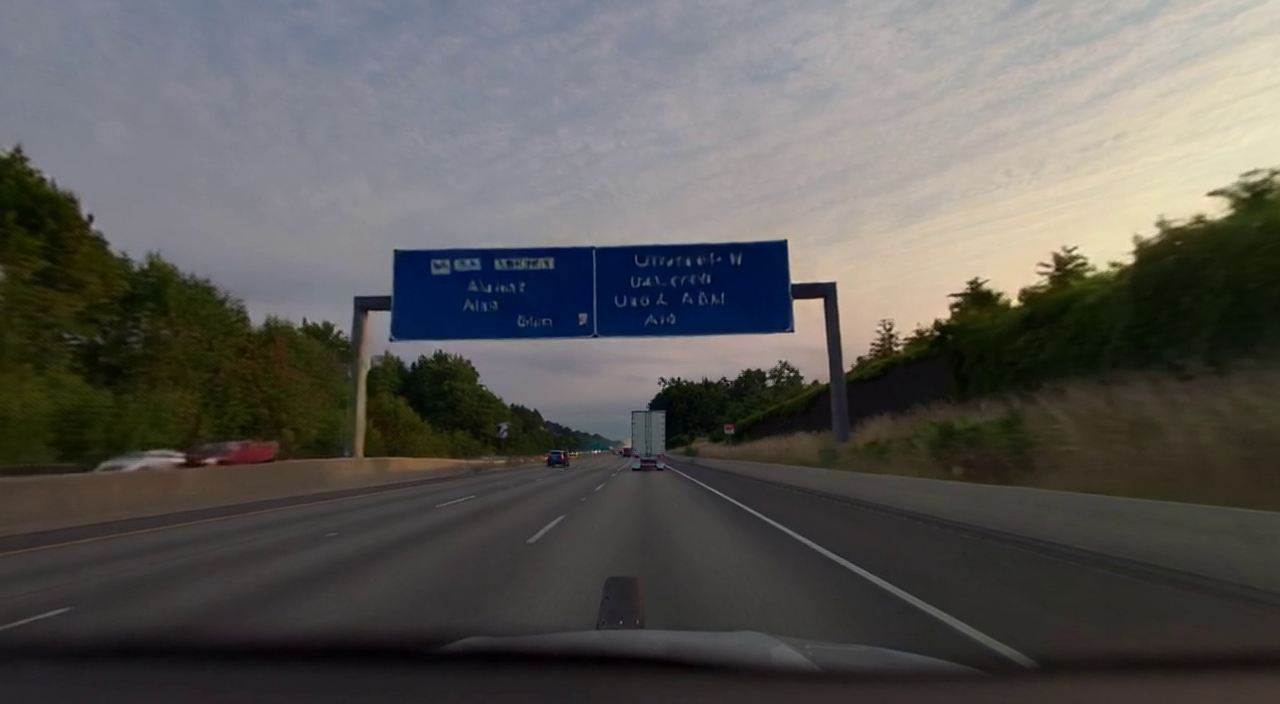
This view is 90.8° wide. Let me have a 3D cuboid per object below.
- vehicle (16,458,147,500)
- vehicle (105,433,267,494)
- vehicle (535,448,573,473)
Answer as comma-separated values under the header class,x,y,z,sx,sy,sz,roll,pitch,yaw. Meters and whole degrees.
class,x,y,z,sx,sy,sz,roll,pitch,yaw
vehicle,-20.463,4.635,23.310,1.540,1.366,3.516,0,-9,1
vehicle,-20.609,5.118,29.241,2.562,2.458,6.575,0,-9,0
vehicle,-6.386,8.093,47.361,2.119,1.754,4.404,0,-9,1
